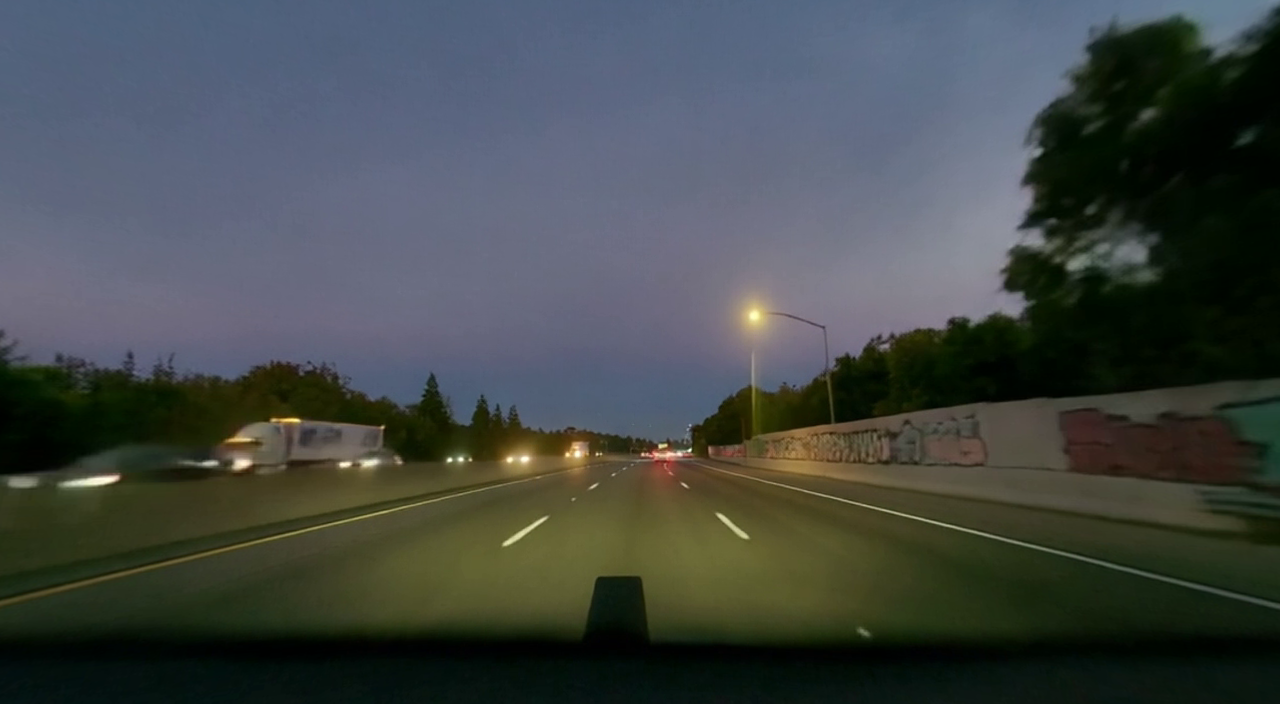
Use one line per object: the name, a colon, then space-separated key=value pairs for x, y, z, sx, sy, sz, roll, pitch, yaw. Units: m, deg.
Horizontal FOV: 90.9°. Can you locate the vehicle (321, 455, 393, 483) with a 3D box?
vehicle: x=-15.822 y=6.538 z=35.501 sx=1.960 sy=1.471 sz=4.518 roll=0 pitch=-9 yaw=0

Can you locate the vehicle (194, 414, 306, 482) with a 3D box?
vehicle: x=-25.027 y=6.249 z=40.887 sx=2.948 sy=4.021 sz=5.825 roll=-1 pitch=-9 yaw=6

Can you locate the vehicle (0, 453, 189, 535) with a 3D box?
vehicle: x=-12.588 y=2.994 z=13.945 sx=1.866 sy=1.480 sz=4.496 roll=0 pitch=-9 yaw=0
